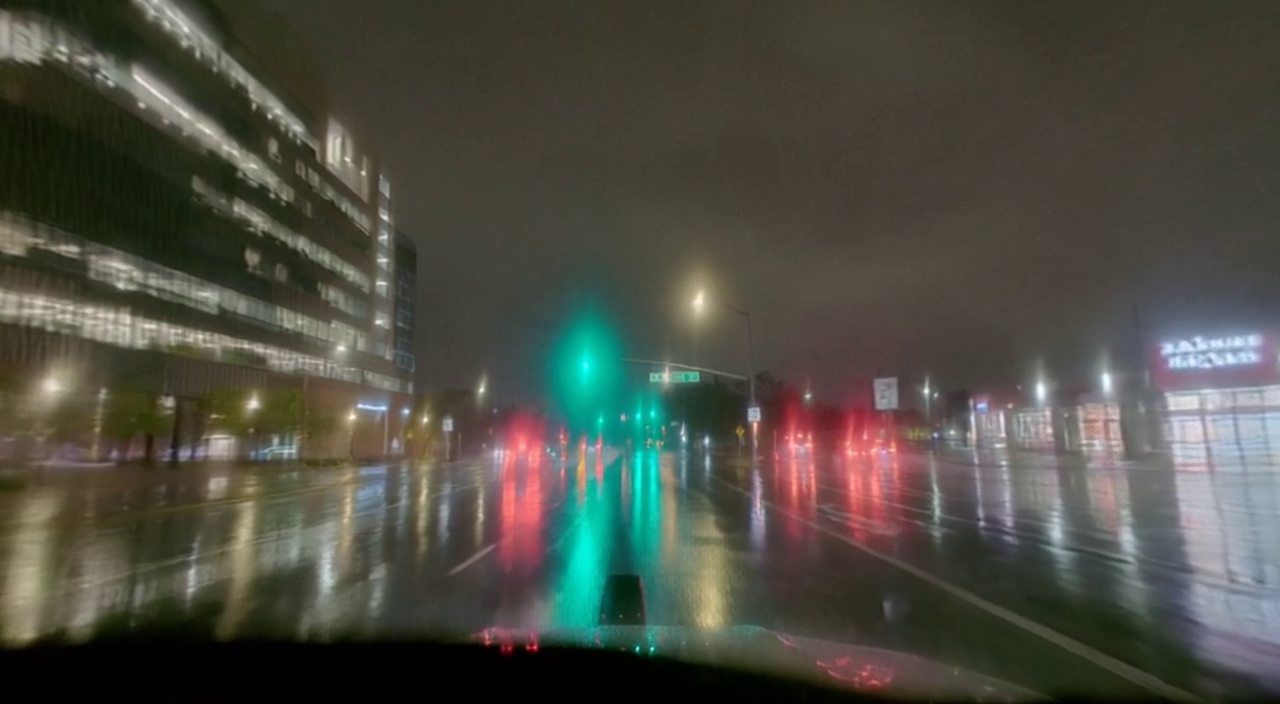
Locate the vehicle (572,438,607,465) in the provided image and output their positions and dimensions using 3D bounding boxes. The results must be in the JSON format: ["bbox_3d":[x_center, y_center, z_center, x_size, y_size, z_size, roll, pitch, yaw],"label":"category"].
[{"bbox_3d":[-3.496,6.962,44.244,2.052,1.729,4.195,0,-9,1],"label":"vehicle"}]

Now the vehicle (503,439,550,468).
[{"bbox_3d":[-6.698,6.069,37.850,1.909,1.605,4.561,0,-9,1],"label":"vehicle"}]
